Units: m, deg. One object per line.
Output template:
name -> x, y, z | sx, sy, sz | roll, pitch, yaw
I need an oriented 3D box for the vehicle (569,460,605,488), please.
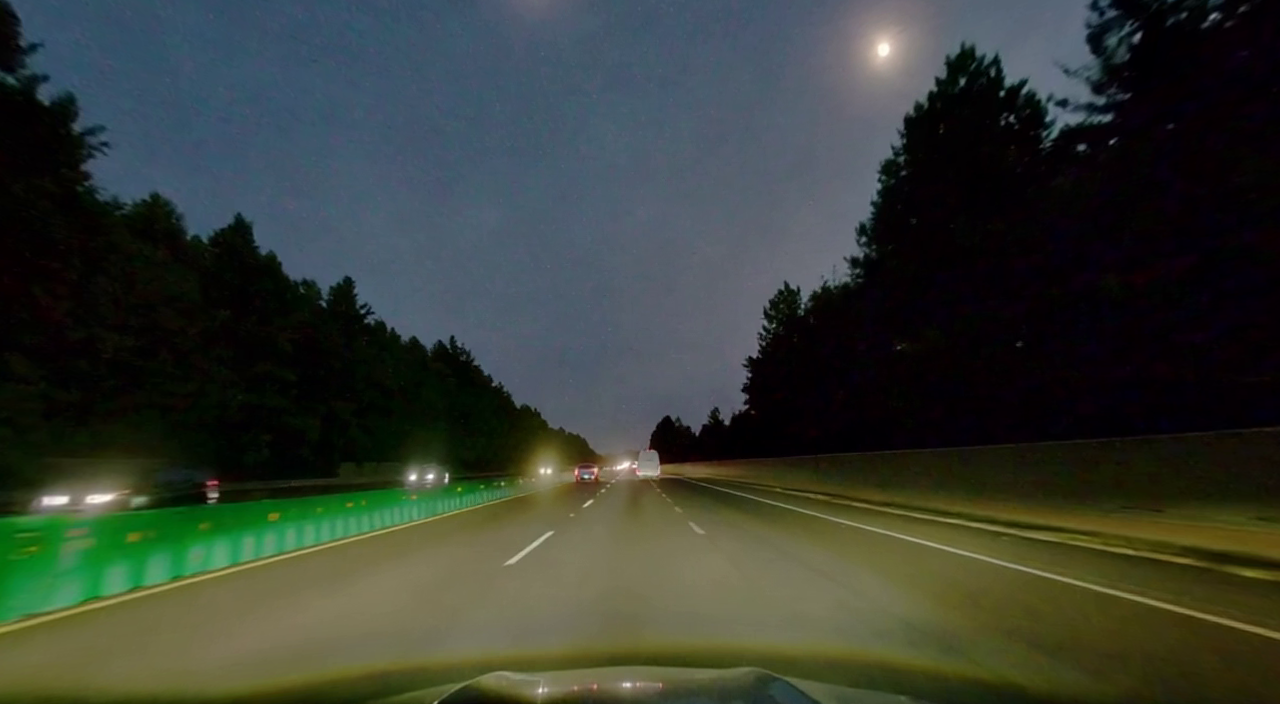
vehicle -> -3.628, 8.522, 44.176 | 2.132, 1.805, 4.257 | 1, -11, 0

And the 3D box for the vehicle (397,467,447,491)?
vehicle -> -14.242, 8.315, 41.385 | 1.854, 1.440, 4.311 | 1, -11, -2

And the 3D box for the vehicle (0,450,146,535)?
vehicle -> -12.106, 2.635, 12.044 | 1.811, 1.466, 4.240 | 1, -11, 0
